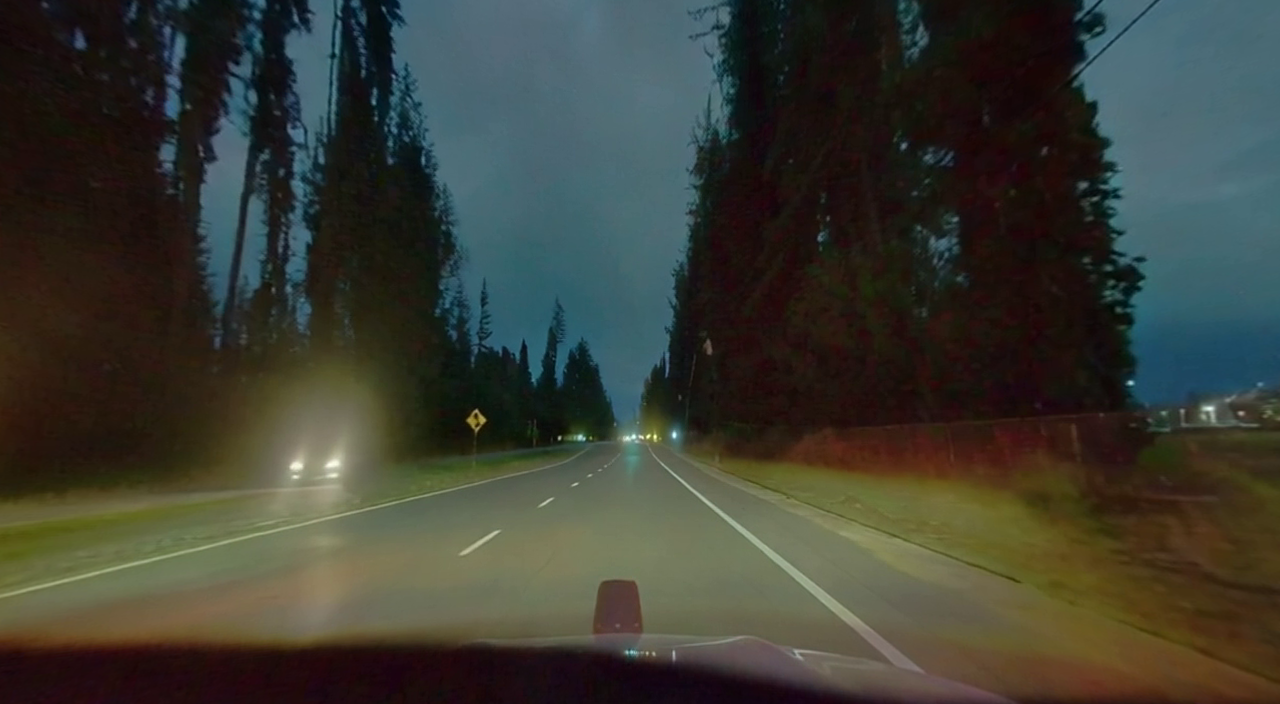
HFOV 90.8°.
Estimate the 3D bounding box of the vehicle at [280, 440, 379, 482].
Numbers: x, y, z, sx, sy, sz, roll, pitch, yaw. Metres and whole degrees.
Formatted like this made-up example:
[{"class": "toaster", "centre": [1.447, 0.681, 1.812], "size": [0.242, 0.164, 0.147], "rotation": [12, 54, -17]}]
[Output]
[{"class": "vehicle", "centre": [-13.629, 4.785, 28.098], "size": [2.030, 1.688, 4.527], "rotation": [0, -8, 0]}]
